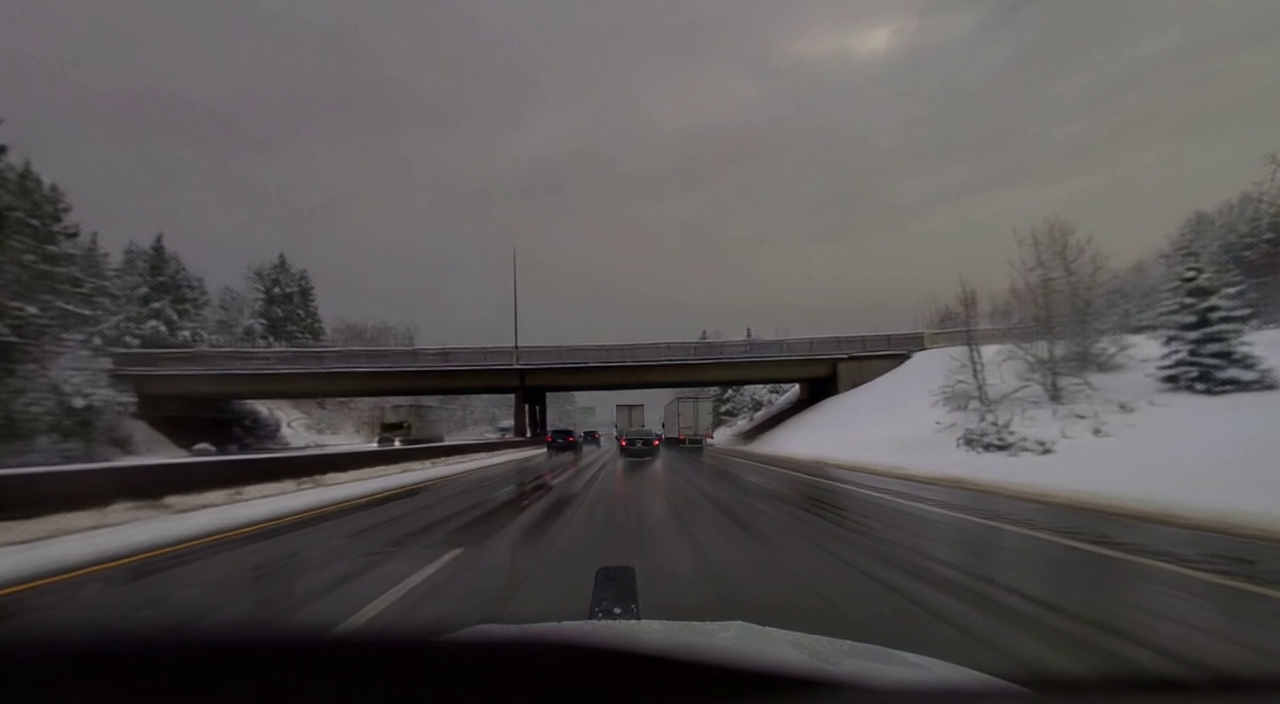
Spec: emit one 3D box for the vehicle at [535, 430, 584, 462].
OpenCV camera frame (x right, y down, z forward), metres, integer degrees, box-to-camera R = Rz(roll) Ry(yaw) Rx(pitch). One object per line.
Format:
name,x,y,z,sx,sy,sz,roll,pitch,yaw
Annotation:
vehicle,-4.040,4.811,32.477,1.979,1.527,4.754,0,-8,-1

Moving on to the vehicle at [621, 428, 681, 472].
vehicle,0.328,3.629,23.578,2.059,1.522,3.693,0,-8,-2
